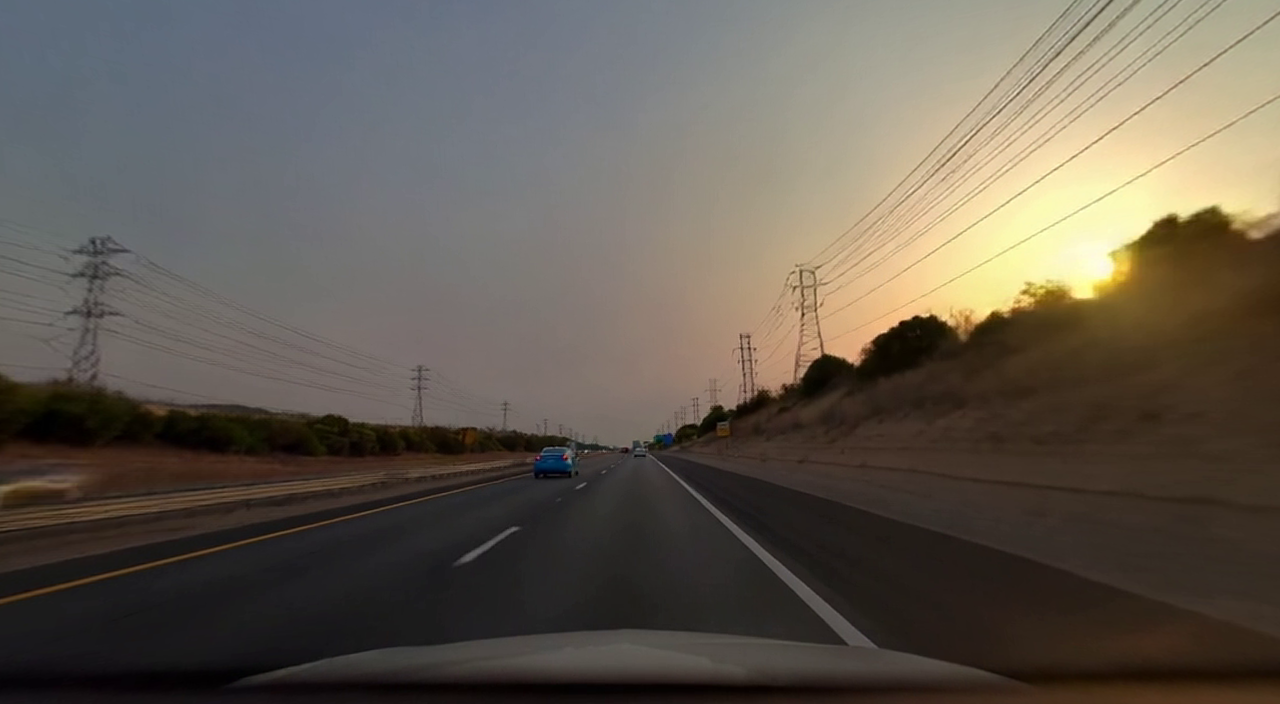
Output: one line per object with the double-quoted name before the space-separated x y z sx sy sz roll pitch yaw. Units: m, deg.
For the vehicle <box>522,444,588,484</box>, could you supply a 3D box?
"vehicle" -3.497 4.720 26.857 2.106 1.543 4.465 0 -9 1
